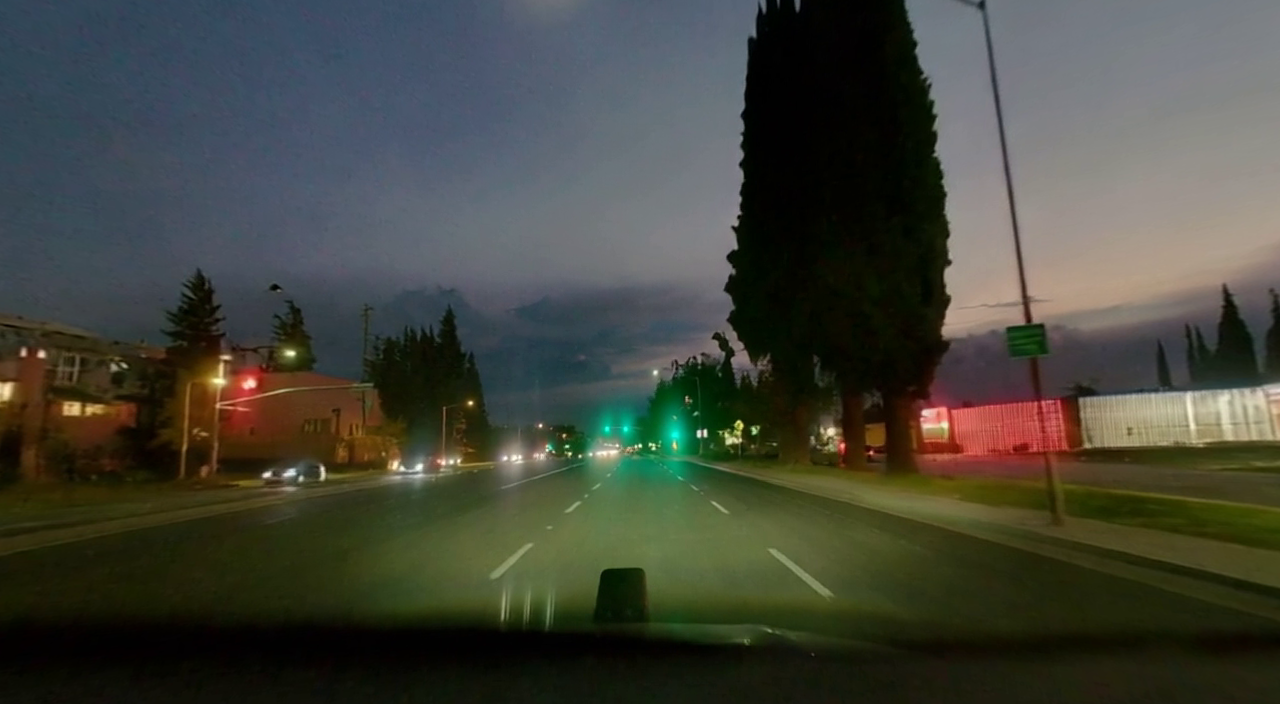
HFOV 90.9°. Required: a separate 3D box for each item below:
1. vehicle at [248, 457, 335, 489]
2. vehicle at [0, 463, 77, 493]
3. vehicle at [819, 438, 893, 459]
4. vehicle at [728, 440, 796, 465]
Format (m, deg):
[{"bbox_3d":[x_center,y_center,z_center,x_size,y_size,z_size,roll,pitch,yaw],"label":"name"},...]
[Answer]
[{"bbox_3d":[-18.256,6.348,33.322,1.938,1.493,4.694,0,-8,0],"label":"vehicle"},{"bbox_3d":[-38.906,7.913,39.752,1.841,1.632,4.609,-3,-9,19],"label":"vehicle"},{"bbox_3d":[15.678,7.040,45.868,4.632,1.491,1.994,0,-8,0],"label":"vehicle"},{"bbox_3d":[8.835,7.280,45.937,4.451,1.469,1.961,-3,-7,-1],"label":"vehicle"}]
